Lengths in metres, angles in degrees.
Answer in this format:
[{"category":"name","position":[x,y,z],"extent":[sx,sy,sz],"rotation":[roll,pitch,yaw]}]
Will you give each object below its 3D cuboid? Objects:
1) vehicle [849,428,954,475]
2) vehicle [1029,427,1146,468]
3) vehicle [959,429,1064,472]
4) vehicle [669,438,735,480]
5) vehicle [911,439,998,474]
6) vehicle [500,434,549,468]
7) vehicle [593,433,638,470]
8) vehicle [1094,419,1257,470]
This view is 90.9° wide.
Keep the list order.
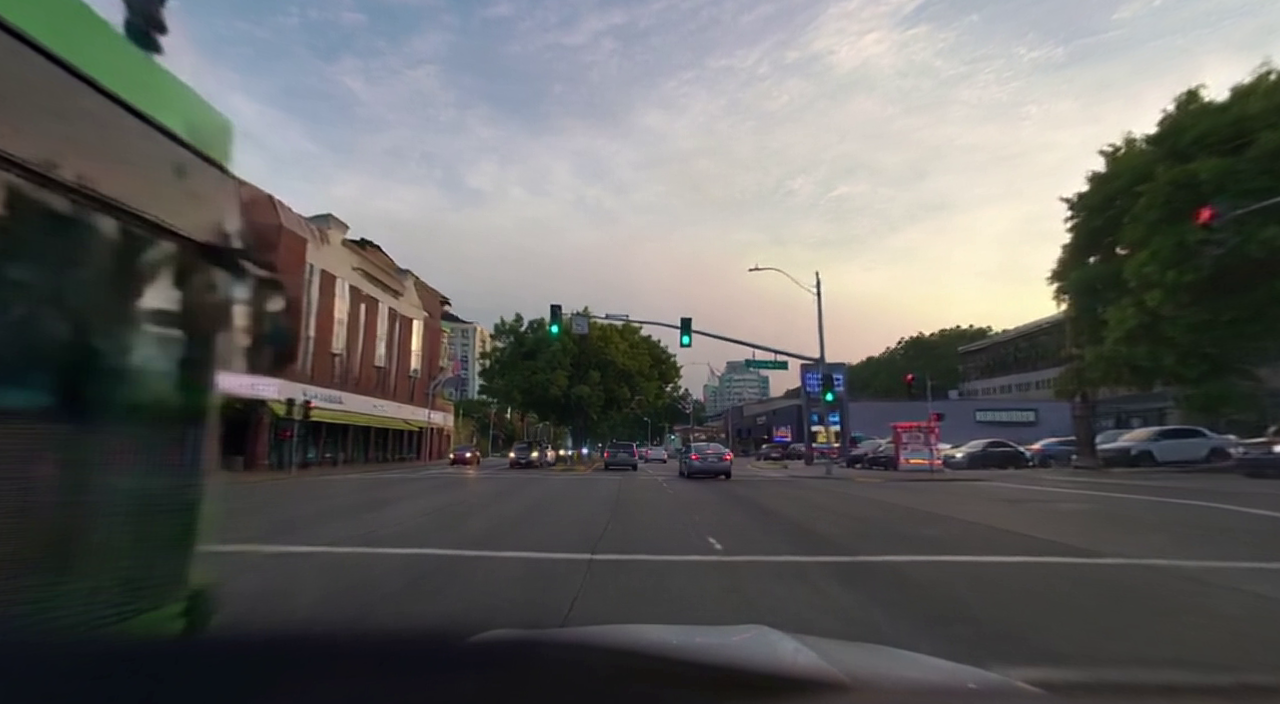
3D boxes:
[{"category":"vehicle","position":[11.803,4.538,28.943],"extent":[2.304,1.907,4.844],"rotation":[0,-8,-6]},{"category":"vehicle","position":[20.420,4.385,29.039],"extent":[2.143,1.731,4.290],"rotation":[0,-8,-1]},{"category":"vehicle","position":[17.082,4.556,29.310],"extent":[2.020,1.796,4.600],"rotation":[-1,-8,0]},{"category":"vehicle","position":[2.403,4.261,25.442],"extent":[2.046,1.540,3.883],"rotation":[0,-8,-3]},{"category":"vehicle","position":[14.255,4.722,28.833],"extent":[1.860,1.443,3.772],"rotation":[0,-8,-3]},{"category":"vehicle","position":[-6.700,5.750,37.011],"extent":[2.242,1.740,4.659],"rotation":[-1,-7,-3]},{"category":"vehicle","position":[-1.309,5.411,34.474],"extent":[2.301,1.837,4.411],"rotation":[0,-8,-2]},{"category":"vehicle","position":[24.008,4.164,28.665],"extent":[2.384,1.959,5.372],"rotation":[-2,-7,-4]}]
